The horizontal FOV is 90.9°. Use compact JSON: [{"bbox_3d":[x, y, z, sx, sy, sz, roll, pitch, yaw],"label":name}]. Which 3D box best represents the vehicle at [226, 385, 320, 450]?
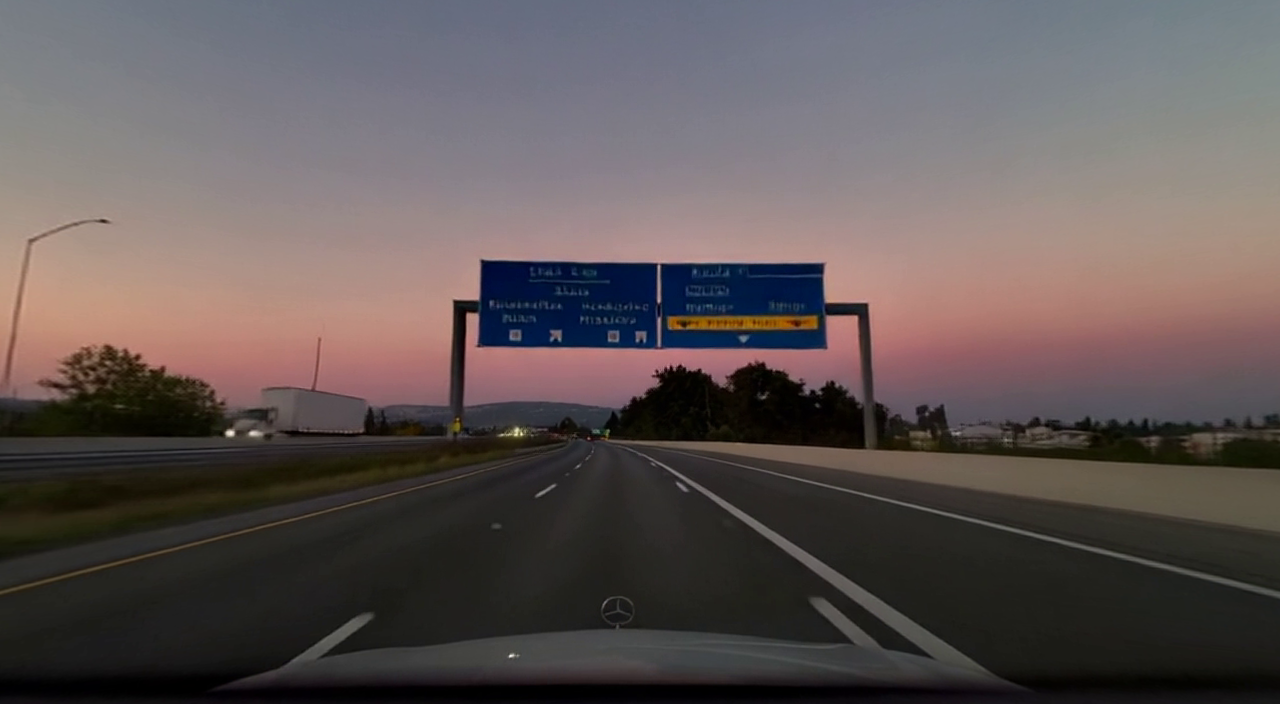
[{"bbox_3d":[-26.484,4.858,45.915,3.052,4.347,6.501,0,-8,-4],"label":"vehicle"}]
